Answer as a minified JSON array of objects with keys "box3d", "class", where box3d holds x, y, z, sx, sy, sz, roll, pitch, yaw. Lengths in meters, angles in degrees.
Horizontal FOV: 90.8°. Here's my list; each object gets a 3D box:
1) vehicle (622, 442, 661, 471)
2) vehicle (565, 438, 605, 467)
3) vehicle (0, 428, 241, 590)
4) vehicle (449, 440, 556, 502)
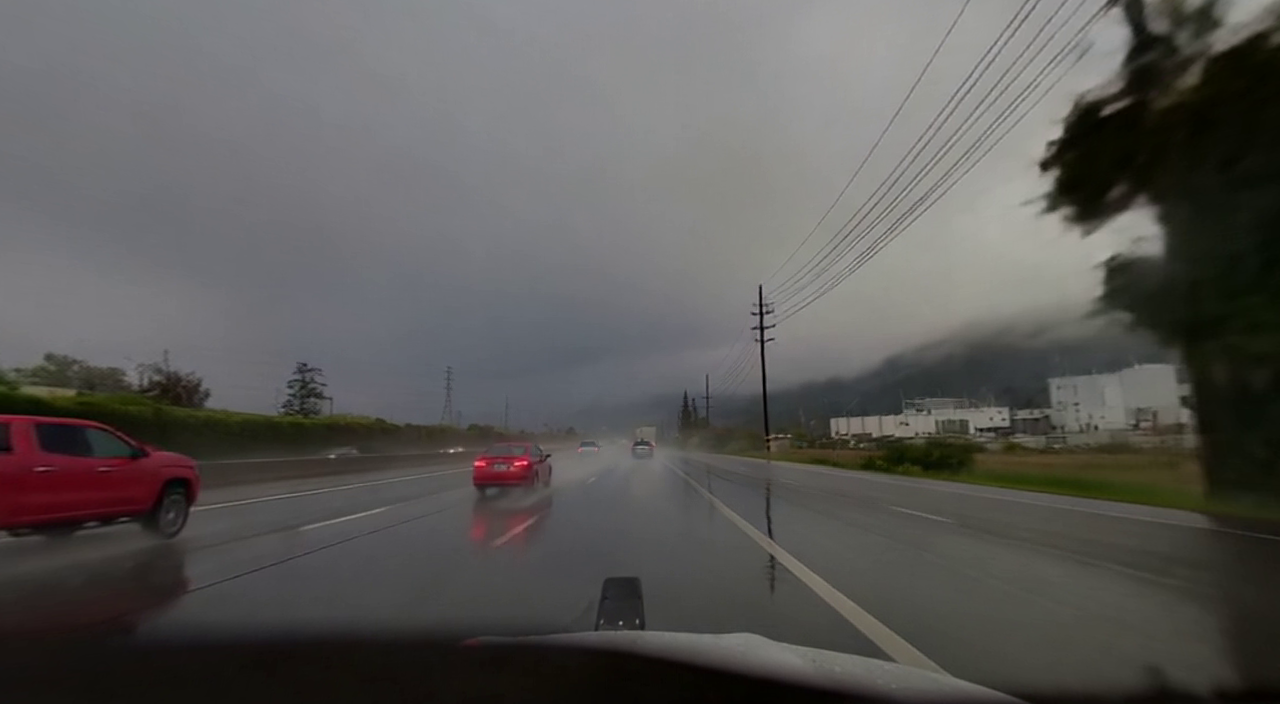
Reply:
[{"box3d":[0.078,5.764,35.155,2.030,1.471,4.115,0,-8,0],"class":"vehicle"},{"box3d":[-3.558,6.627,41.901,2.244,1.752,4.439,0,-8,0],"class":"vehicle"},{"box3d":[-6.961,1.637,7.002,1.959,1.496,4.740,0,-8,0],"class":"vehicle"},{"box3d":[-3.557,3.150,17.176,1.938,1.444,4.206,0,-8,0],"class":"vehicle"}]
